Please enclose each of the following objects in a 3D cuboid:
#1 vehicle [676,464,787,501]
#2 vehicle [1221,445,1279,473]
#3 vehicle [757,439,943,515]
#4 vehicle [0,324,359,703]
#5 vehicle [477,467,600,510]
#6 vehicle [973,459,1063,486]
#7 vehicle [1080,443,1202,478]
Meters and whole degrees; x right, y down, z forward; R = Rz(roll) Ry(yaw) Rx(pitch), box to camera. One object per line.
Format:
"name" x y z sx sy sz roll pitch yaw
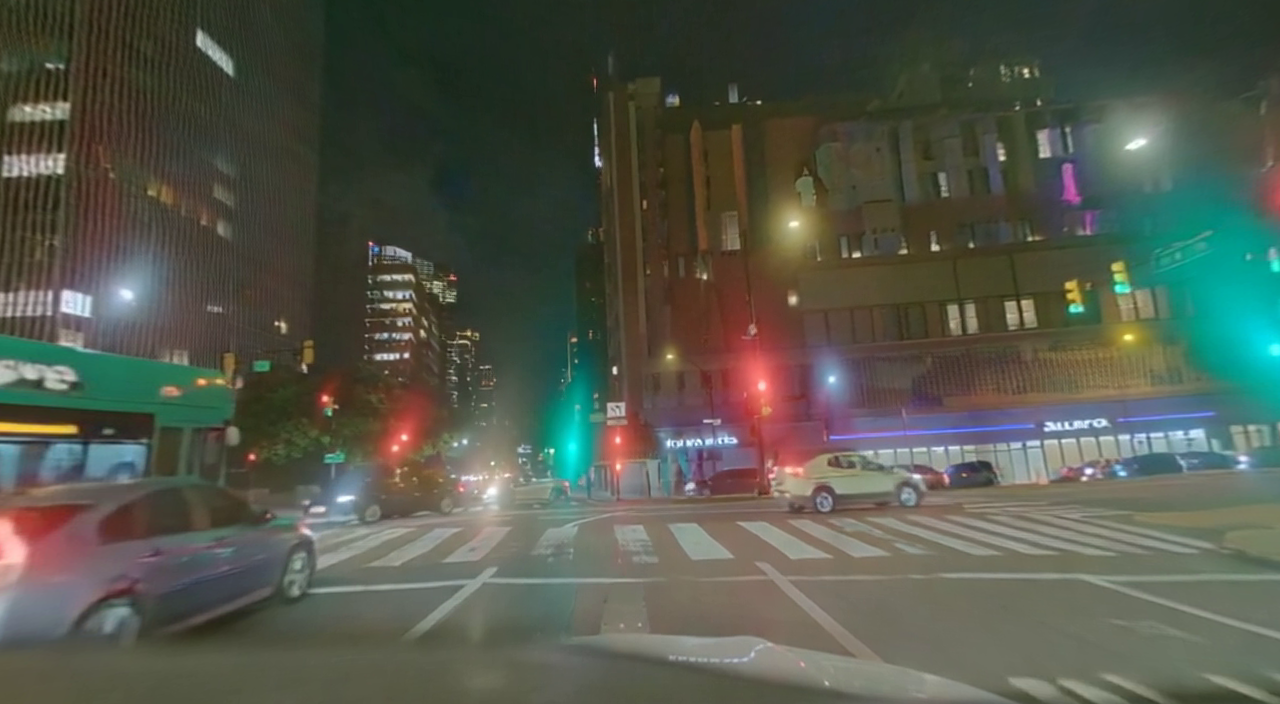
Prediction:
"vehicle" 3.931 5.647 27.476 4.371 1.439 1.818 1 -9 -11
"vehicle" 39.742 6.687 39.582 4.502 1.696 1.884 0 -9 1
"vehicle" 5.811 3.275 17.197 5.072 1.746 2.328 6 -11 -38
"vehicle" -3.526 0.877 2.839 2.316 1.769 4.871 0 -9 -1
"vehicle" -4.171 5.636 26.380 4.766 1.502 1.891 6 -11 -37
"vehicle" 23.639 7.556 39.512 4.418 1.556 1.814 0 -9 0
"vehicle" 24.527 5.297 30.984 4.291 1.606 1.859 0 -9 0
